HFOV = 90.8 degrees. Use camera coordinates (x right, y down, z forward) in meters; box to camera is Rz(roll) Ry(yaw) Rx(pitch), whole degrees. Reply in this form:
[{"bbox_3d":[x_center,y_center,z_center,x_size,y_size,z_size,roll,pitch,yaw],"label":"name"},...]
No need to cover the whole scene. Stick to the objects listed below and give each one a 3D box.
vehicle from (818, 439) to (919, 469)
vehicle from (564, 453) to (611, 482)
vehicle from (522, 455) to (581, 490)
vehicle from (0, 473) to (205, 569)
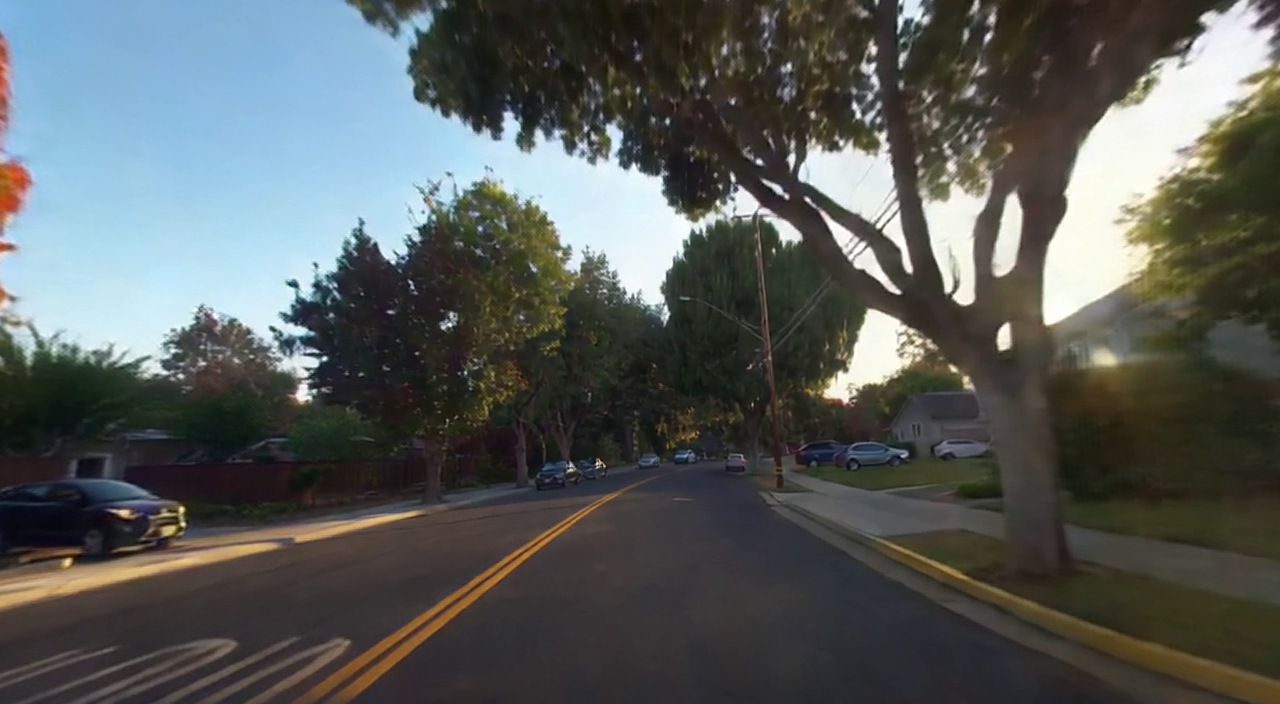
[{"bbox_3d":[12.309,5.512,34.260,4.744,1.507,1.953,-1,-8,4],"label":"vehicle"},{"bbox_3d":[-3.185,7.216,39.163,1.972,1.536,4.347,-2,-14,8],"label":"vehicle"},{"bbox_3d":[-4.394,6.162,32.017,1.886,1.494,4.149,-2,-14,7],"label":"vehicle"},{"bbox_3d":[-10.582,3.026,11.680,3.947,1.442,1.858,-3,-9,12],"label":"vehicle"}]
